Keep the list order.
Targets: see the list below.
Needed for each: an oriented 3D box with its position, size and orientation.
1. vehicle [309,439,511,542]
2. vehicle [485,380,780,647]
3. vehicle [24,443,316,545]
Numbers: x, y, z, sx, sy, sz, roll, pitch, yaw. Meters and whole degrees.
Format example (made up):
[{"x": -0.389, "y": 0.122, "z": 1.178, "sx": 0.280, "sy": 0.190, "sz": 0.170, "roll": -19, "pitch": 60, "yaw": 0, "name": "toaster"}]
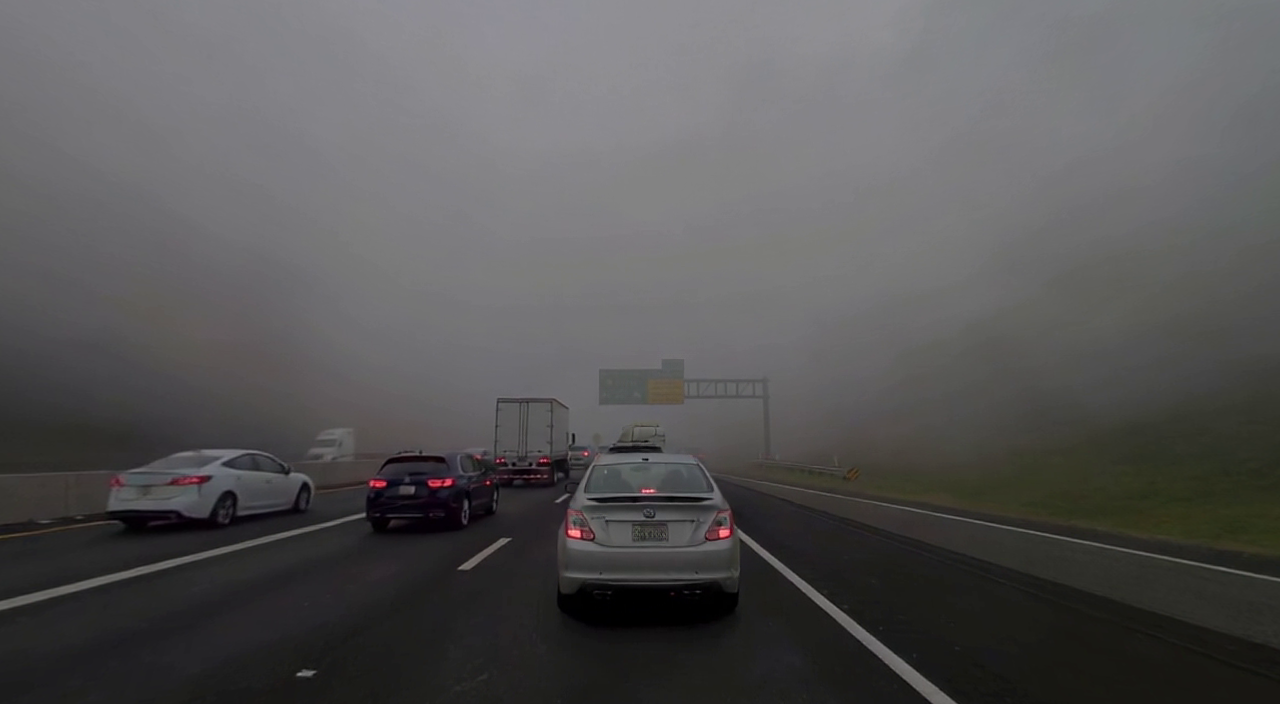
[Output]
[{"x": -3.904, "y": 2.421, "z": 11.703, "sx": 1.986, "sy": 1.501, "sz": 4.407, "roll": -1, "pitch": -9, "yaw": 1, "name": "vehicle"}, {"x": -0.083, "y": 1.356, "z": 6.073, "sx": 1.995, "sy": 1.798, "sz": 3.380, "roll": 0, "pitch": -9, "yaw": -1, "name": "vehicle"}, {"x": -8.137, "y": 2.457, "z": 11.665, "sx": 1.874, "sy": 1.470, "sz": 4.576, "roll": 0, "pitch": -9, "yaw": 0, "name": "vehicle"}]
